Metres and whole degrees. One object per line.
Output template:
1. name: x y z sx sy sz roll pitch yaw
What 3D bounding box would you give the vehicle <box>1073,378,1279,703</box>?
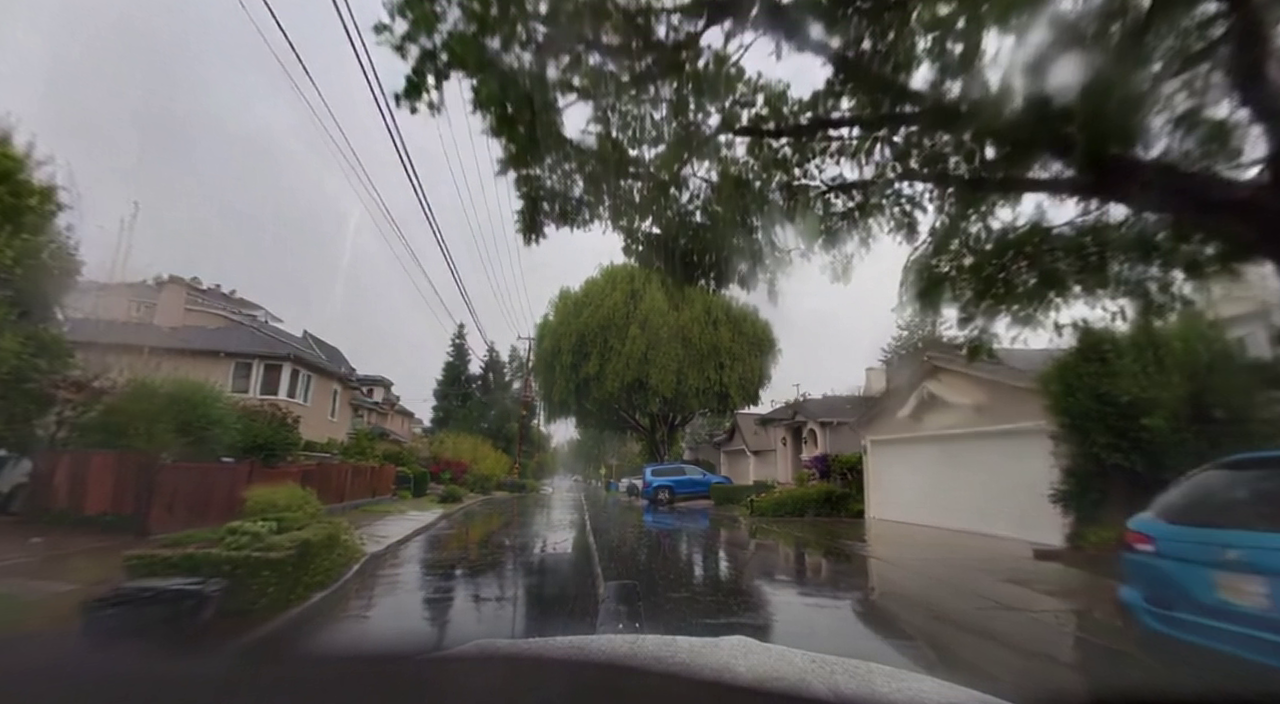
1. vehicle: 4.959 1.269 2.913 4.501 1.678 2.078 8 -9 -1

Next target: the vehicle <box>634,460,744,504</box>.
1. vehicle: 2.068 5.596 27.378 4.413 1.728 1.869 1 -9 -10
